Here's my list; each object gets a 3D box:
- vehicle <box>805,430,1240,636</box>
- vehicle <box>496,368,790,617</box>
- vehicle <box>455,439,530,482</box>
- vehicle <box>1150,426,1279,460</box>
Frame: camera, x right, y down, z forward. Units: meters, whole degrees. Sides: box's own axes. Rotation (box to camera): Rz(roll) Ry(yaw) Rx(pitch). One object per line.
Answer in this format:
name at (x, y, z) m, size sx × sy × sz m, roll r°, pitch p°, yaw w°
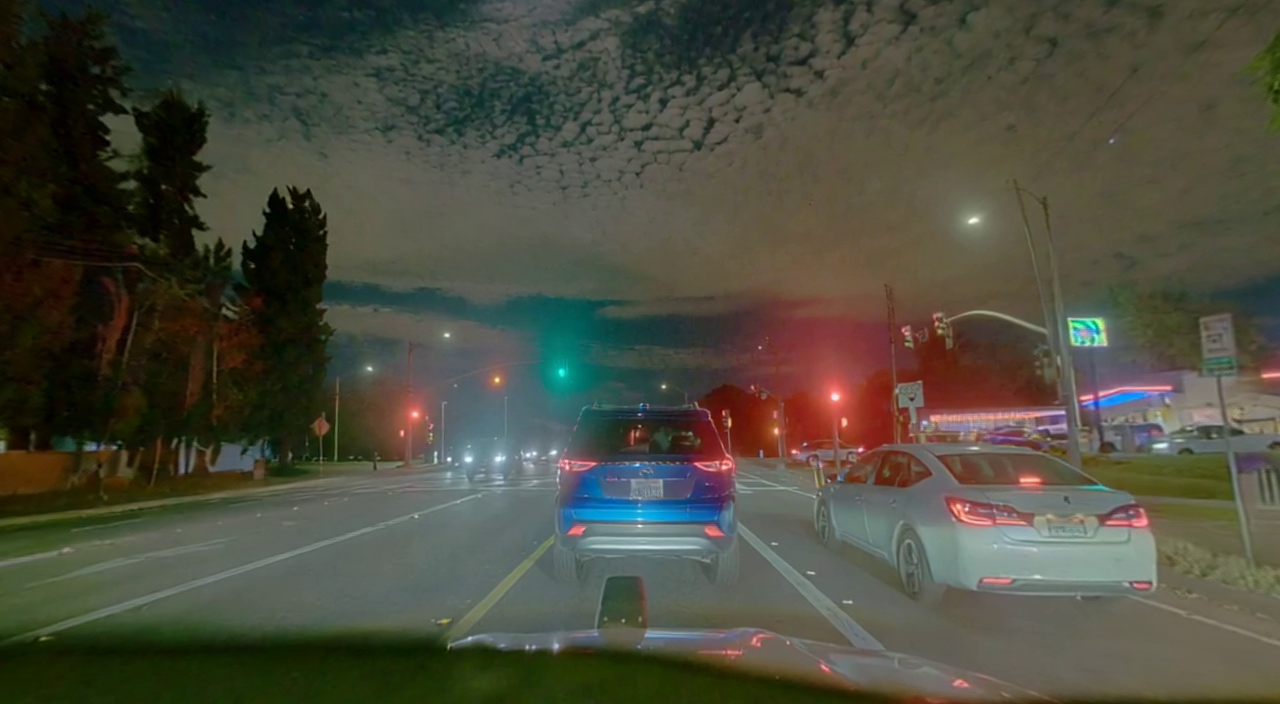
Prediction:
vehicle at (3.382, 1.649, 6.847) m, size 1.900 × 1.478 × 4.425 m, roll 0°, pitch -8°, yaw -1°
vehicle at (-0.035, 1.403, 7.098) m, size 2.296 × 1.947 × 4.168 m, roll 0°, pitch -8°, yaw -2°
vehicle at (-6.450, 4.780, 28.034) m, size 2.153 × 1.728 × 4.753 m, roll 0°, pitch -8°, yaw 0°
vehicle at (25.954, 4.079, 28.184) m, size 4.420 × 1.469 × 1.807 m, roll 0°, pitch -8°, yaw 1°
